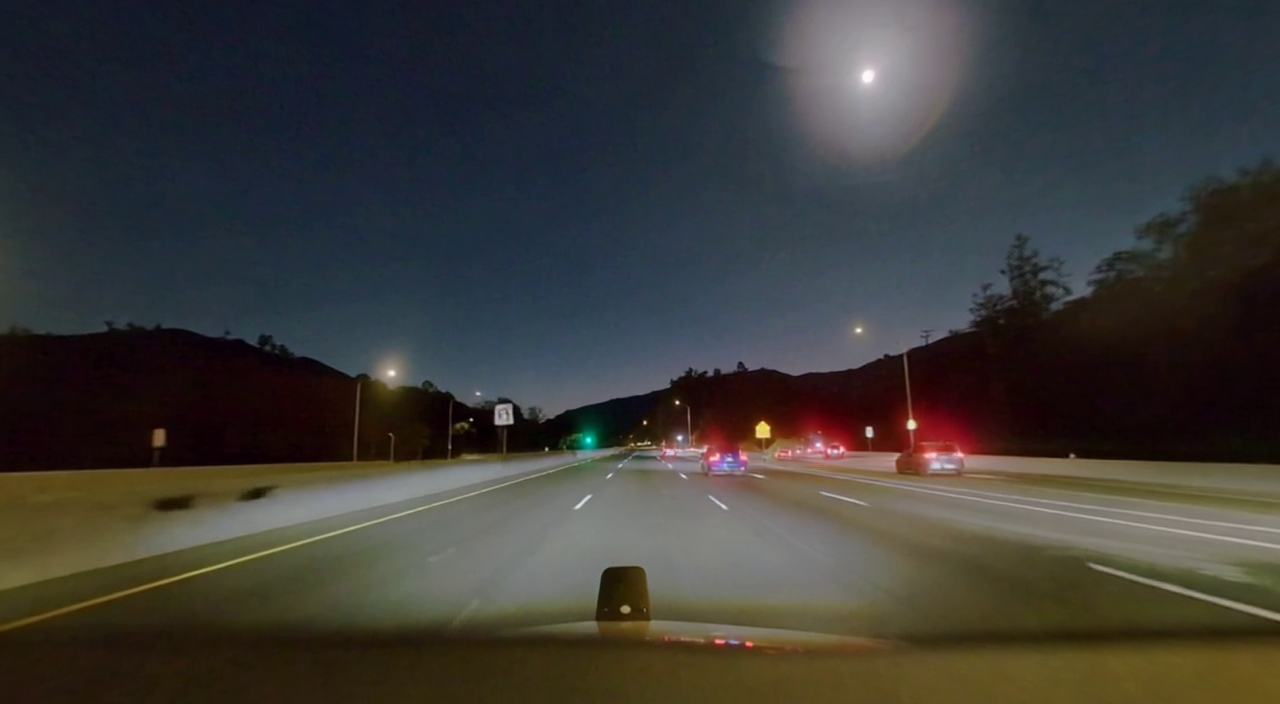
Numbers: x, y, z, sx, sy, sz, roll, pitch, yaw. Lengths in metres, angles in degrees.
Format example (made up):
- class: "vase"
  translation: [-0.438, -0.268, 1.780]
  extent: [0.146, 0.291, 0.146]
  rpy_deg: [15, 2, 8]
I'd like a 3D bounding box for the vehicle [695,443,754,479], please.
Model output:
- class: "vehicle"
  translation: [3.655, 4.787, 28.006]
  extent: [1.916, 1.469, 4.481]
  rpy_deg: [0, -8, -1]
